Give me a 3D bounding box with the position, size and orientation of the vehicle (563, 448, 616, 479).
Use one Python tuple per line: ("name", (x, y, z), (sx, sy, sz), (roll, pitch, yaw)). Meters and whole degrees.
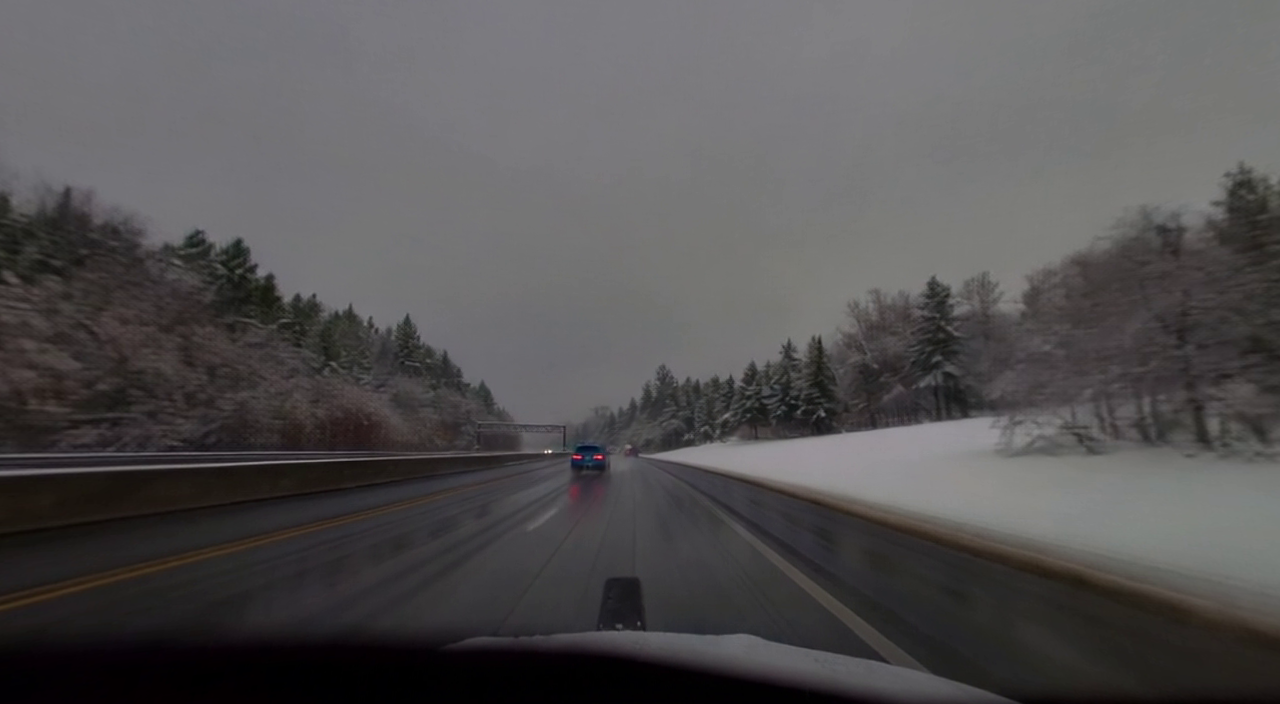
("vehicle", (-2.453, 5.569, 31.701), (2.126, 1.411, 4.433), (0, -9, 2))
